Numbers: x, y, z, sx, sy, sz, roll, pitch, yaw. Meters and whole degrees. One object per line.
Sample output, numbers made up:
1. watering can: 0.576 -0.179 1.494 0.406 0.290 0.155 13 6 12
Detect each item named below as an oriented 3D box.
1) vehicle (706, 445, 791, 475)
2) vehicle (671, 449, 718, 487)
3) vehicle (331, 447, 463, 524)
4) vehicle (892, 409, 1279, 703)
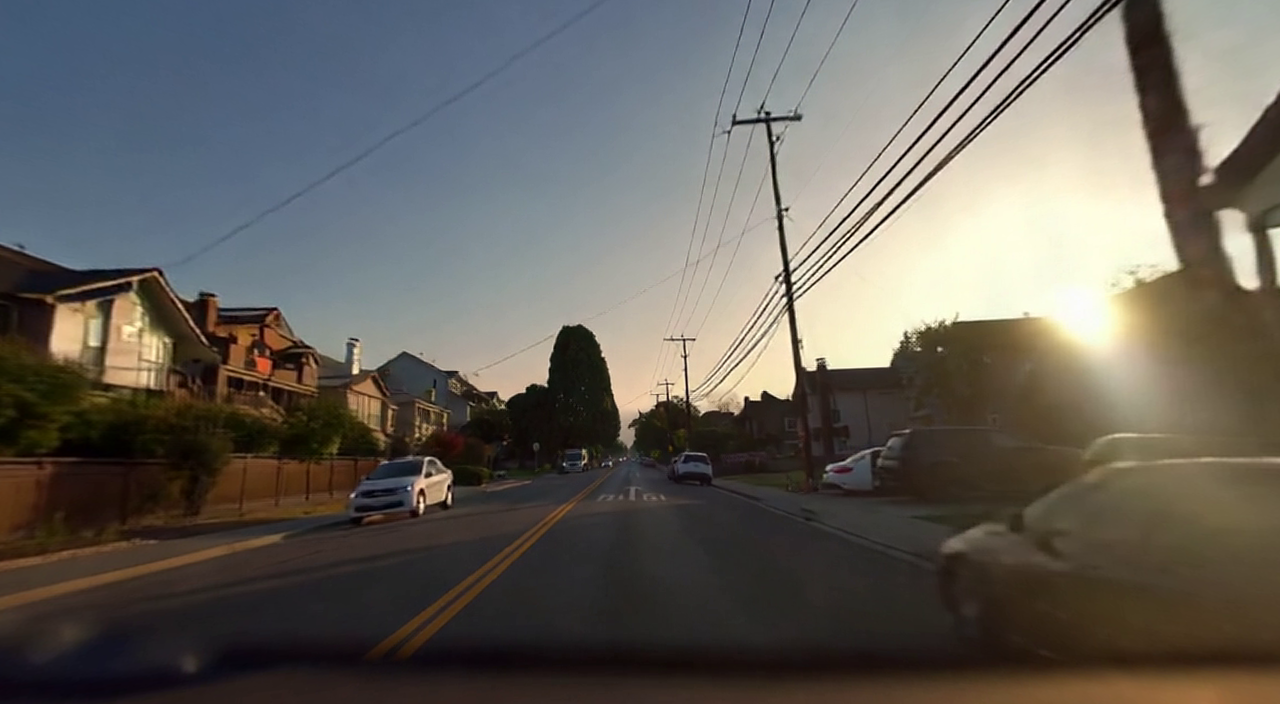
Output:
1. vehicle: 7.185 7.208 42.337 5.288 1.871 2.148 0 -9 0
2. vehicle: 2.711 5.823 32.025 1.945 1.792 3.903 0 -9 -1
3. vehicle: -6.574 3.653 17.750 2.056 1.741 4.532 -3 -10 -2
4. vehicle: 3.193 1.081 2.994 2.076 1.513 4.305 0 -9 -2
